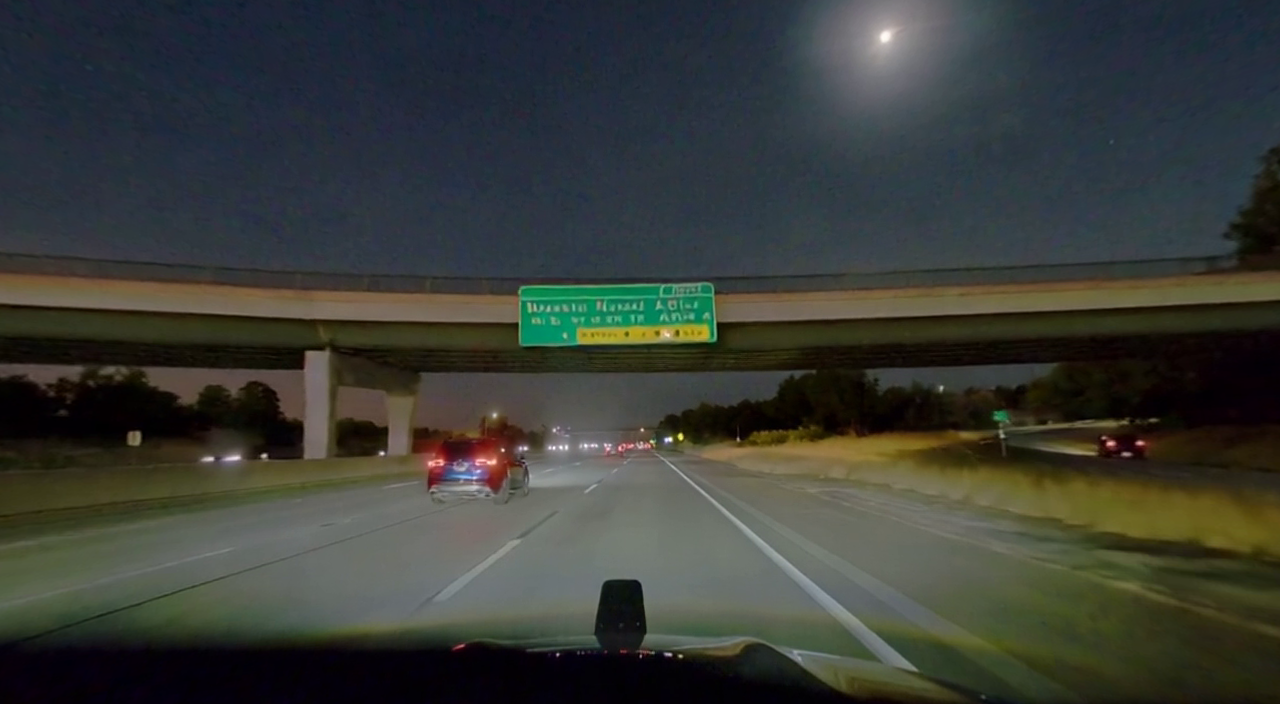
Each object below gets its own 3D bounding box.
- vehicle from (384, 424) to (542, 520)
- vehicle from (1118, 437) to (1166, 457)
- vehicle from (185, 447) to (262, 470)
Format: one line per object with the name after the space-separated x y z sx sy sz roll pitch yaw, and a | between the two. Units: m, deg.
-3.537 2.492 13.548 2.048 1.705 4.384 0 -8 1 | vehicle
39.473 7.473 49.417 1.981 1.473 4.317 -4 -9 26 | vehicle
-31.153 7.972 47.174 2.049 1.587 5.347 0 -9 1 | vehicle
